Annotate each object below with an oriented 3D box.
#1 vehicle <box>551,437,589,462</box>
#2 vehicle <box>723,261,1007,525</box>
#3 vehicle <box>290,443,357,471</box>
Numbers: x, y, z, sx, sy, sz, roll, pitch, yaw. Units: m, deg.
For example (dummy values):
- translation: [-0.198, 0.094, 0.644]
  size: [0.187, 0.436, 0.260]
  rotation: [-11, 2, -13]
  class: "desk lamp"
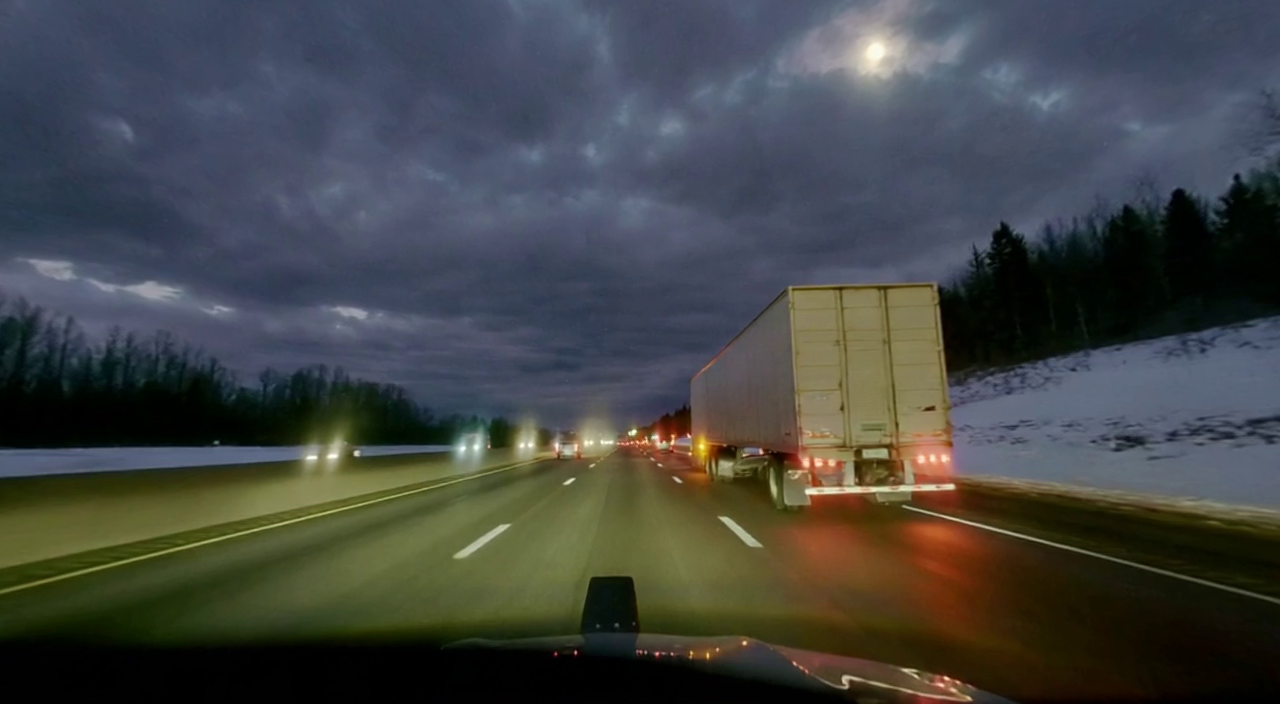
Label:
- translation: [-4.431, 6.214, 40.227]
  size: [2.017, 1.484, 4.088]
  rotation: [0, -8, -1]
  class: "vehicle"
- translation: [3.932, 1.140, 13.817]
  size: [2.906, 3.999, 8.621]
  rotation: [0, -8, -1]
  class: "vehicle"
- translation: [-19.848, 6.583, 39.675]
  size: [1.893, 1.584, 4.596]
  rotation: [0, -8, 0]
  class: "vehicle"
